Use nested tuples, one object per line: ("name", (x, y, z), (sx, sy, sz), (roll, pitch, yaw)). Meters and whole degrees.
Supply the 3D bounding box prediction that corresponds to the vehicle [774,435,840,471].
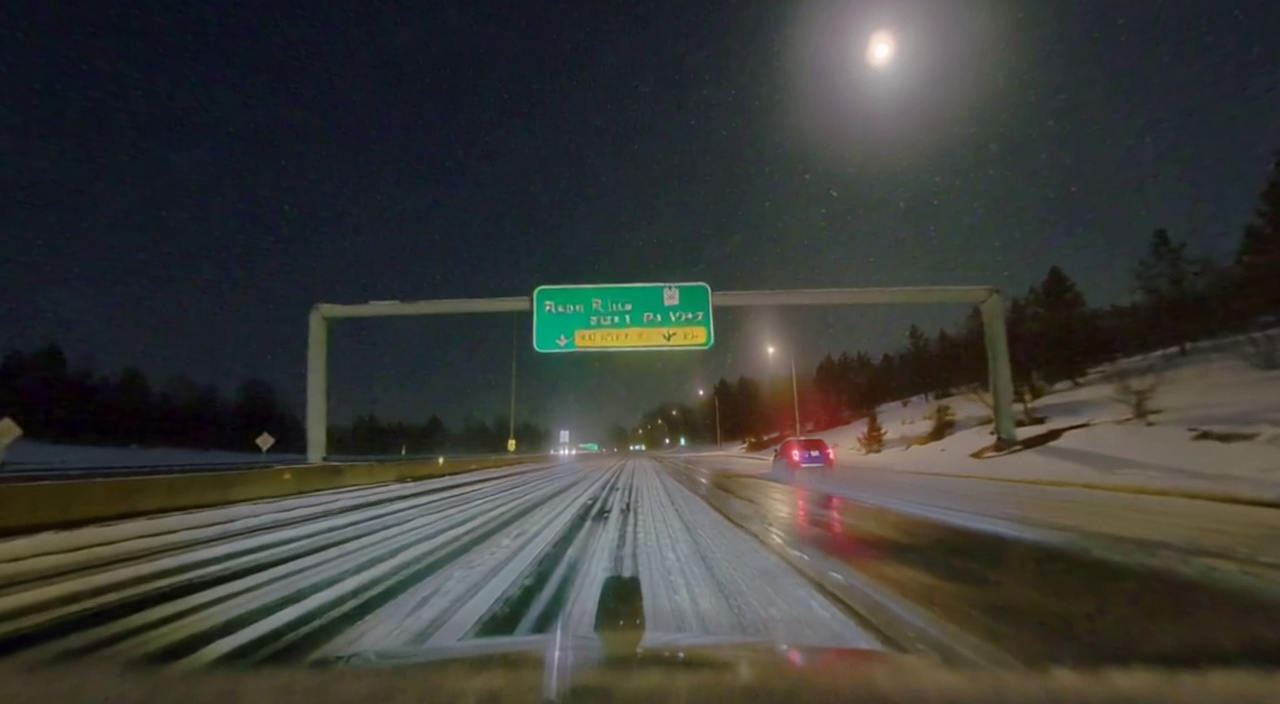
("vehicle", (8.653, 5.283, 33.029), (2.091, 1.711, 4.383), (0, -9, -3))
